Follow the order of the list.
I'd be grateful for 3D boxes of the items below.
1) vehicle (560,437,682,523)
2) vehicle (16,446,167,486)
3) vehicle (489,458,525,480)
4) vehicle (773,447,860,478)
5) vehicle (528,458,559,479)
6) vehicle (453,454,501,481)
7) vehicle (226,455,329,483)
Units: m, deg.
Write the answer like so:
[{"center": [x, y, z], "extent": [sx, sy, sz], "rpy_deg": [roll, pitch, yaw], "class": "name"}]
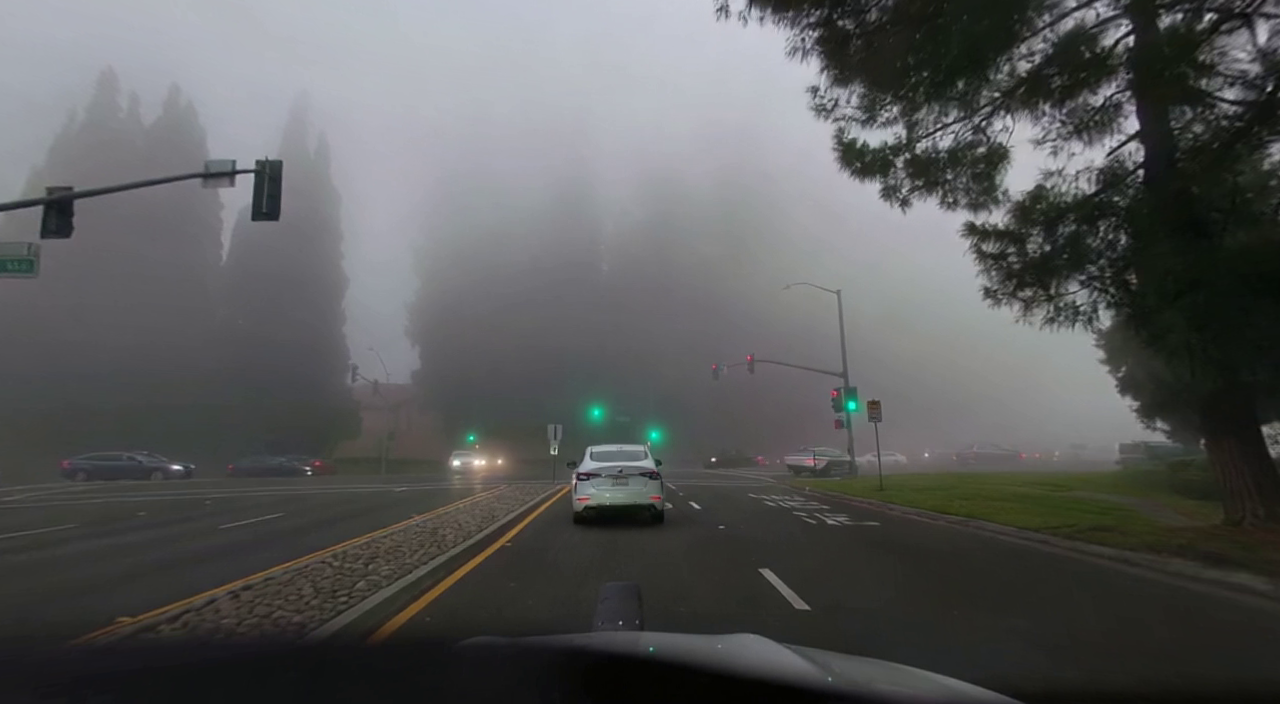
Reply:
[{"center": [-0.350, 2.535, 13.115], "extent": [2.112, 1.479, 4.264], "rpy_deg": [0, -9, -1], "class": "vehicle"}, {"center": [-25.690, 5.339, 29.780], "extent": [4.877, 1.754, 1.978], "rpy_deg": [2, -9, -13], "class": "vehicle"}, {"center": [-10.306, 9.103, 49.398], "extent": [2.078, 1.534, 4.646], "rpy_deg": [1, -9, -3], "class": "vehicle"}, {"center": [9.449, 5.849, 33.693], "extent": [4.601, 1.485, 1.929], "rpy_deg": [6, -10, -34], "class": "vehicle"}, {"center": [-7.299, 8.819, 48.117], "extent": [2.077, 1.449, 4.838], "rpy_deg": [1, -9, -5], "class": "vehicle"}, {"center": [-9.498, 6.731, 37.118], "extent": [2.073, 1.459, 4.495], "rpy_deg": [1, -9, -6], "class": "vehicle"}, {"center": [-19.972, 6.471, 35.021], "extent": [4.548, 1.449, 1.802], "rpy_deg": [2, -9, -13], "class": "vehicle"}]
